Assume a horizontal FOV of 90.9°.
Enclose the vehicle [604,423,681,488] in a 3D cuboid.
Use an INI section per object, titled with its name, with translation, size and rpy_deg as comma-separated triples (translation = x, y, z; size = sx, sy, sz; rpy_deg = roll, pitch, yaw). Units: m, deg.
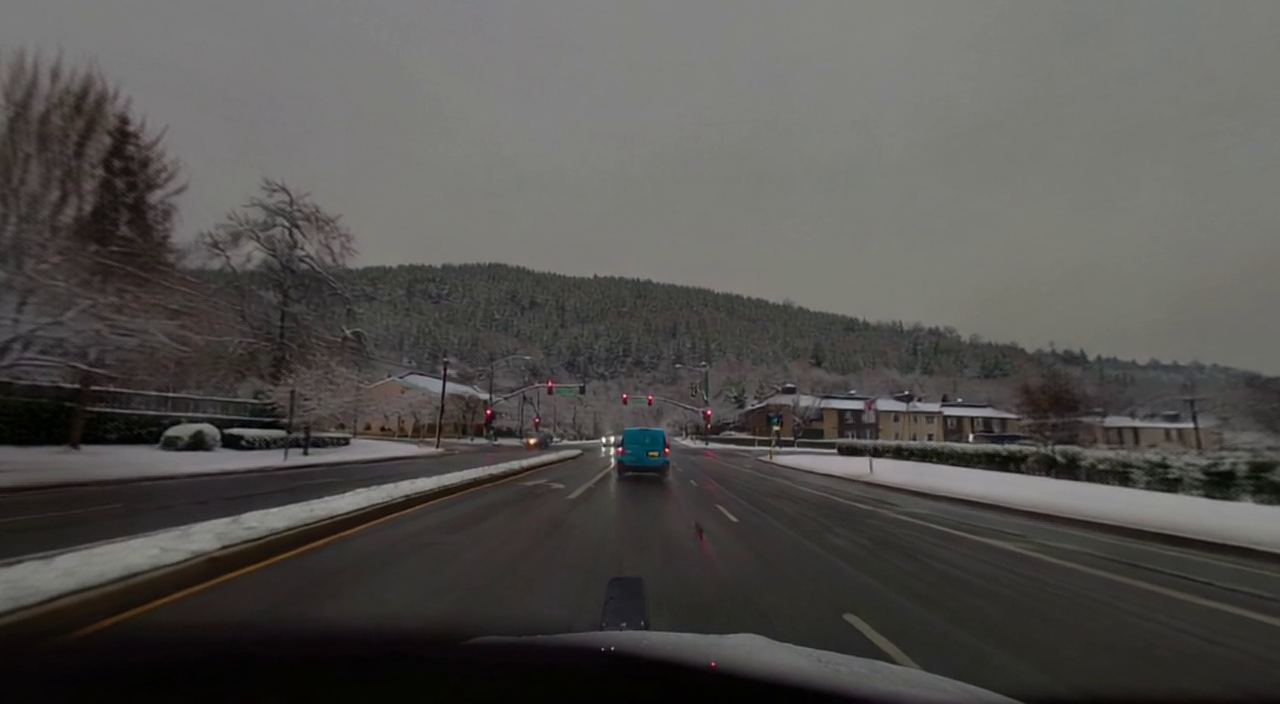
[vehicle]
translation = 0.089, 3.308, 20.345
size = 2.185, 1.822, 4.391
rpy_deg = 0, -9, 0
